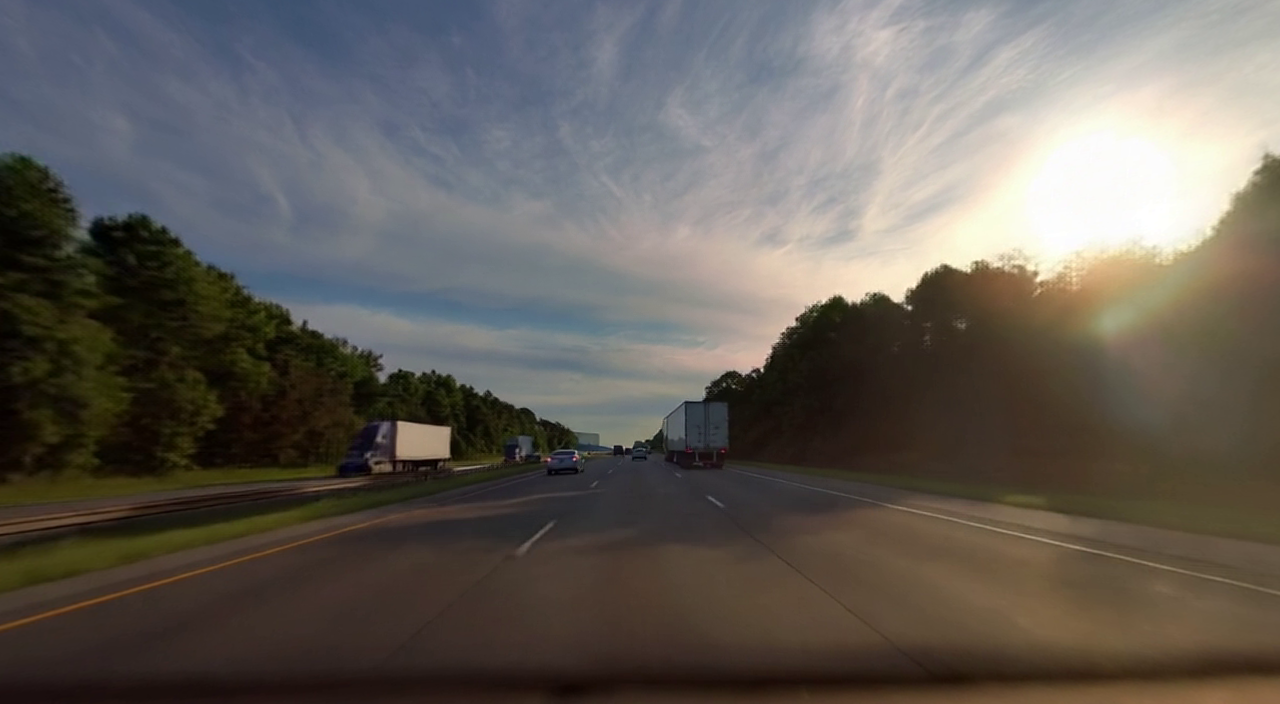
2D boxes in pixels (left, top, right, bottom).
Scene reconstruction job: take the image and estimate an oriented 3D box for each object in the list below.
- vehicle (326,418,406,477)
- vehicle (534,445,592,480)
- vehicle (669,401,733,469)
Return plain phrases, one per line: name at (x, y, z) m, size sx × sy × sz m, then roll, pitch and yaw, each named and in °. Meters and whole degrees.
vehicle at (-19.386, 6.834, 45.112) m, size 2.990 × 3.854 × 5.965 m, roll 0°, pitch -9°, yaw -1°
vehicle at (-3.414, 5.001, 28.783) m, size 2.121 × 1.445 × 4.651 m, roll 0°, pitch -9°, yaw -1°
vehicle at (3.953, 6.082, 44.896) m, size 2.974 × 4.083 × 14.389 m, roll 0°, pitch -9°, yaw -1°
